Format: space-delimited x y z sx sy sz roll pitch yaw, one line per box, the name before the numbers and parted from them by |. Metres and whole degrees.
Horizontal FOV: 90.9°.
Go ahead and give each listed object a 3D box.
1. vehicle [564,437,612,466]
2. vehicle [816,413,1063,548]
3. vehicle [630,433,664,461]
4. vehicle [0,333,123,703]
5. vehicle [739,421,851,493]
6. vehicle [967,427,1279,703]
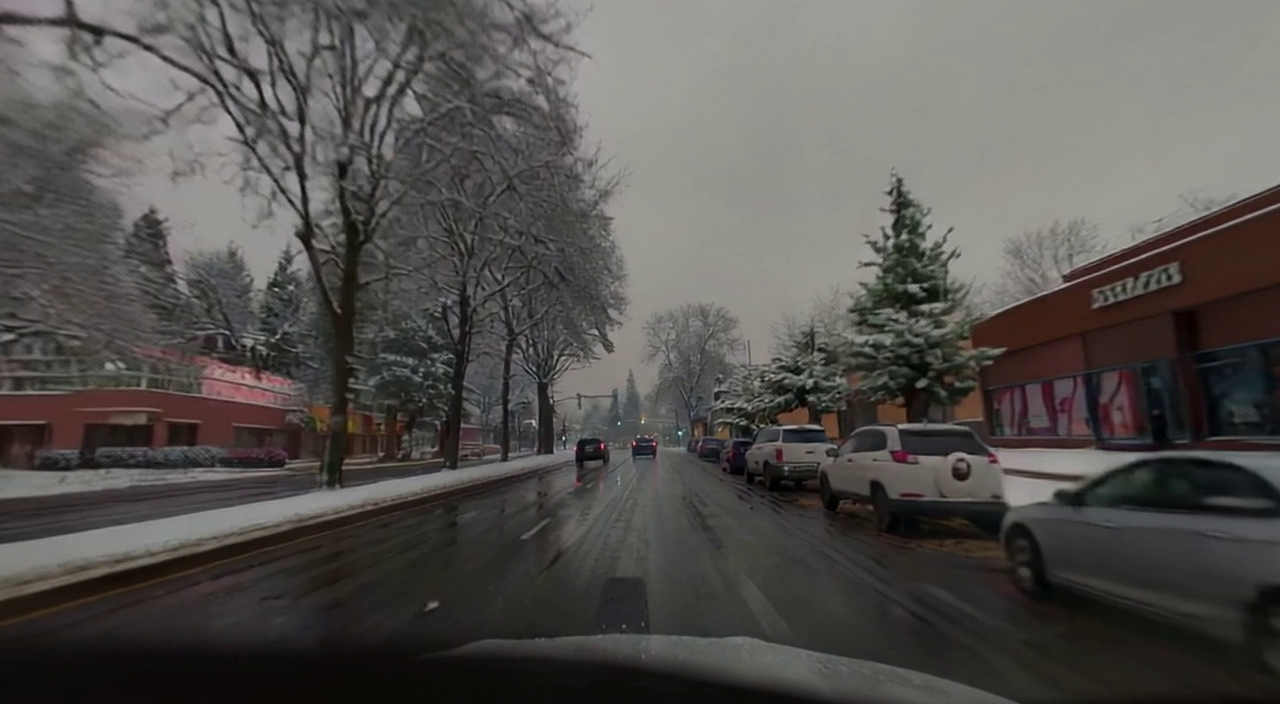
vehicle | -2.819 5.523 35.086 2.151 1.484 4.468 0 -8 2
vehicle | 4.443 1.965 10.300 1.900 1.702 4.358 0 -8 0
vehicle | 0.451 6.206 41.273 2.075 1.770 4.018 0 -8 0
vehicle | -3.489 0.513 0.413 2.186 1.708 4.746 0 -8 1
vehicle | 4.318 3.033 18.467 2.068 1.809 4.889 0 -8 0
vehicle | 4.303 1.268 4.273 1.896 1.451 4.329 0 -8 1
